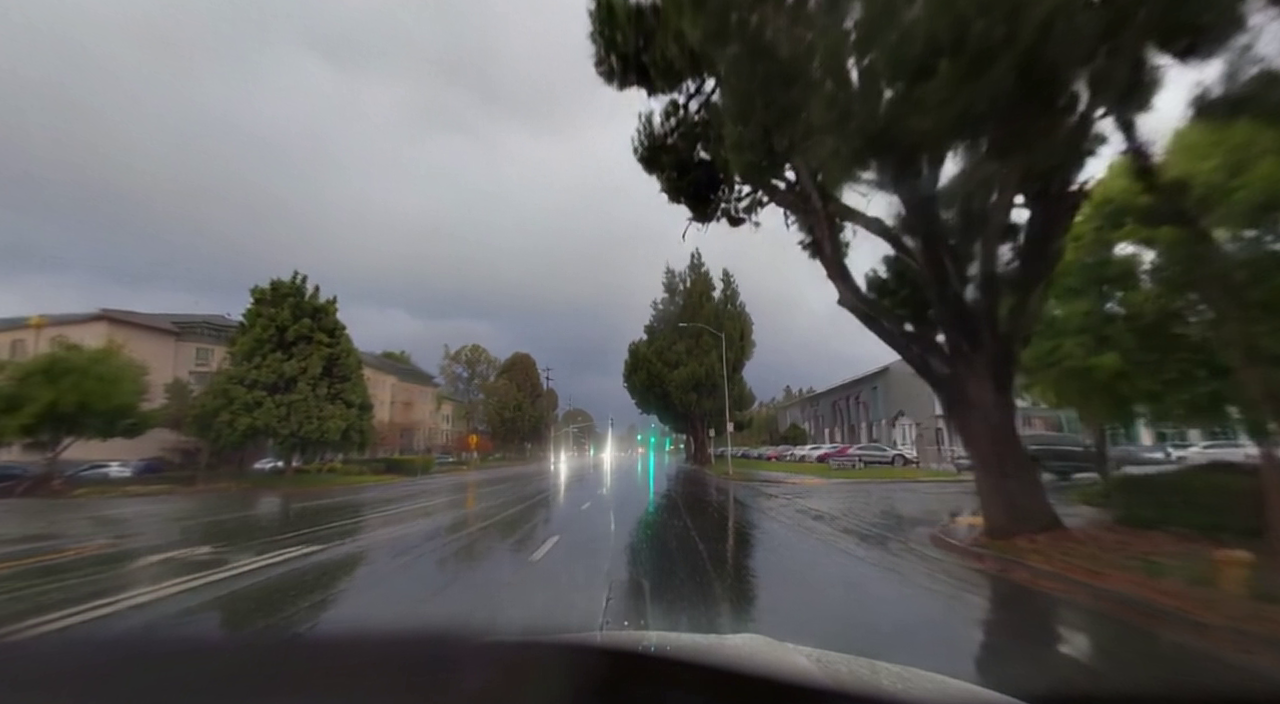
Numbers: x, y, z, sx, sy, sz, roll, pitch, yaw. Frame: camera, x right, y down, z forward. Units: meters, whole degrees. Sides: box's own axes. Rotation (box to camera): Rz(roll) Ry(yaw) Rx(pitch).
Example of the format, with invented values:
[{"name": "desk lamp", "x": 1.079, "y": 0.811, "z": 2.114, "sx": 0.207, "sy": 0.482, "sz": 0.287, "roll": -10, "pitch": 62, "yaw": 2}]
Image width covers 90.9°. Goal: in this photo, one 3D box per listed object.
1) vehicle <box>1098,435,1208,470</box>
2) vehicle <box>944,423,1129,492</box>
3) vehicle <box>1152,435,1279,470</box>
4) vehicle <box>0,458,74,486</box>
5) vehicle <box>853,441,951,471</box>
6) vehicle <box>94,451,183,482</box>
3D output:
[{"name": "vehicle", "x": 26.787, "y": 5.268, "z": 33.138, "sx": 1.968, "sy": 1.655, "sz": 4.455, "roll": 0, "pitch": -9, "yaw": -1}, {"name": "vehicle", "x": 12.501, "y": 3.287, "z": 20.005, "sx": 4.655, "sy": 1.828, "sz": 2.223, "roll": 0, "pitch": -8, "yaw": -14}, {"name": "vehicle", "x": 29.535, "y": 5.150, "z": 32.561, "sx": 2.070, "sy": 1.665, "sz": 4.807, "roll": 0, "pitch": -9, "yaw": -1}, {"name": "vehicle", "x": -38.515, "y": 7.460, "z": 39.059, "sx": 4.916, "sy": 1.542, "sz": 1.934, "roll": -2, "pitch": -8, "yaw": -2}, {"name": "vehicle", "x": 15.172, "y": 6.044, "z": 36.634, "sx": 4.854, "sy": 1.649, "sz": 1.886, "roll": 1, "pitch": -9, "yaw": -1}, {"name": "vehicle", "x": -38.143, "y": 8.683, "z": 48.029, "sx": 4.529, "sy": 2.241, "sz": 2.471, "roll": -1, "pitch": -9, "yaw": 0}]
